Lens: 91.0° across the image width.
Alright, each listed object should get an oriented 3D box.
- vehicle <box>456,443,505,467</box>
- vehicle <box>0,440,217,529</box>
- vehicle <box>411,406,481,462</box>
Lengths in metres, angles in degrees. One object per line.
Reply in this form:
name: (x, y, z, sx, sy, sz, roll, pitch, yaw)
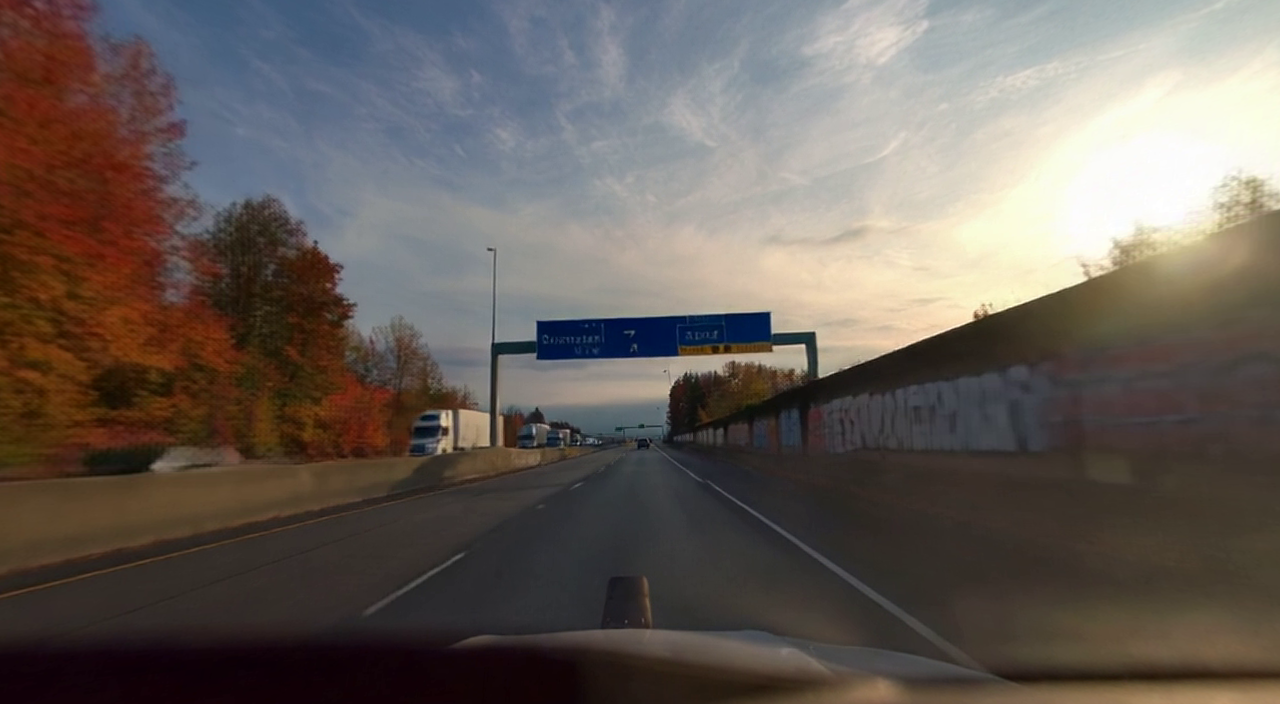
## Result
vehicle: (-10.400, 6.741, 41.364, 1.897, 1.452, 4.508, 0, -8, 1)
vehicle: (-10.834, 2.530, 12.689, 1.816, 1.494, 3.931, 0, -8, 0)
vehicle: (-14.986, 6.454, 49.290, 3.079, 4.002, 7.219, 0, -8, 0)
